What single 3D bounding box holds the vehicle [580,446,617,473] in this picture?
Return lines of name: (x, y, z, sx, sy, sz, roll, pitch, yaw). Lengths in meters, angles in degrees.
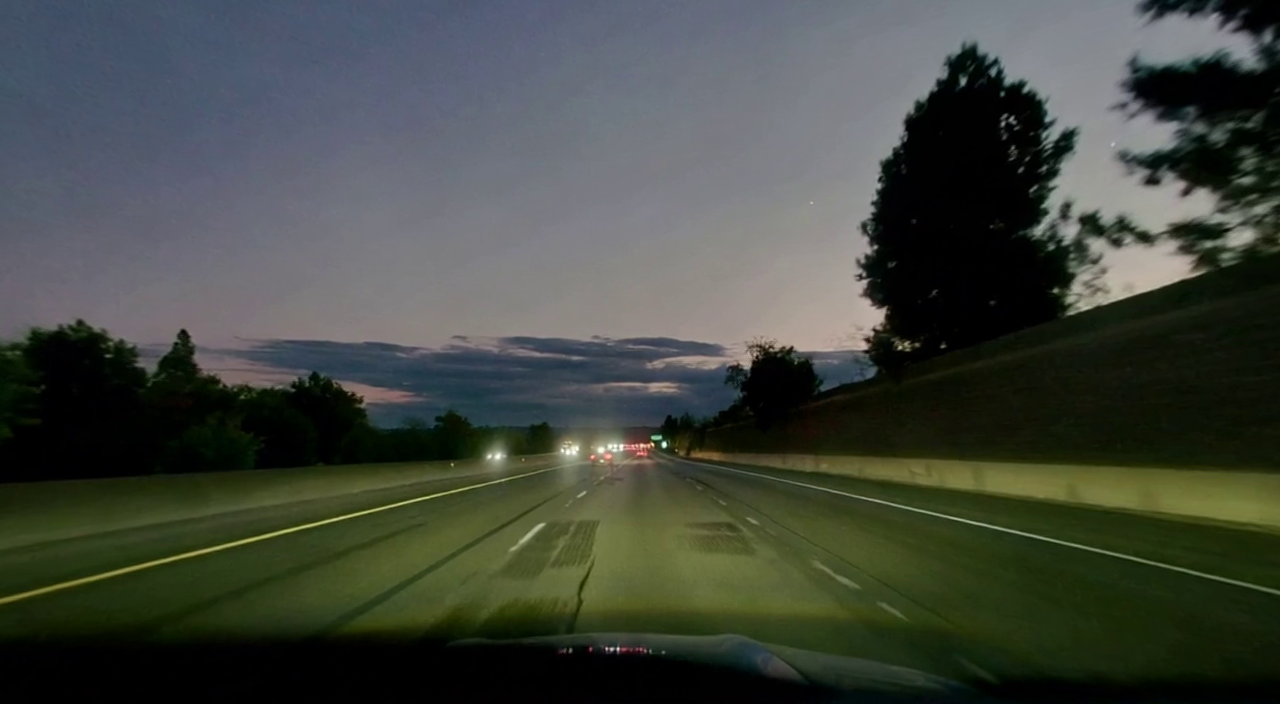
vehicle: (-2.378, 6.344, 37.357, 1.873, 1.529, 3.953, 0, -9, 1)
